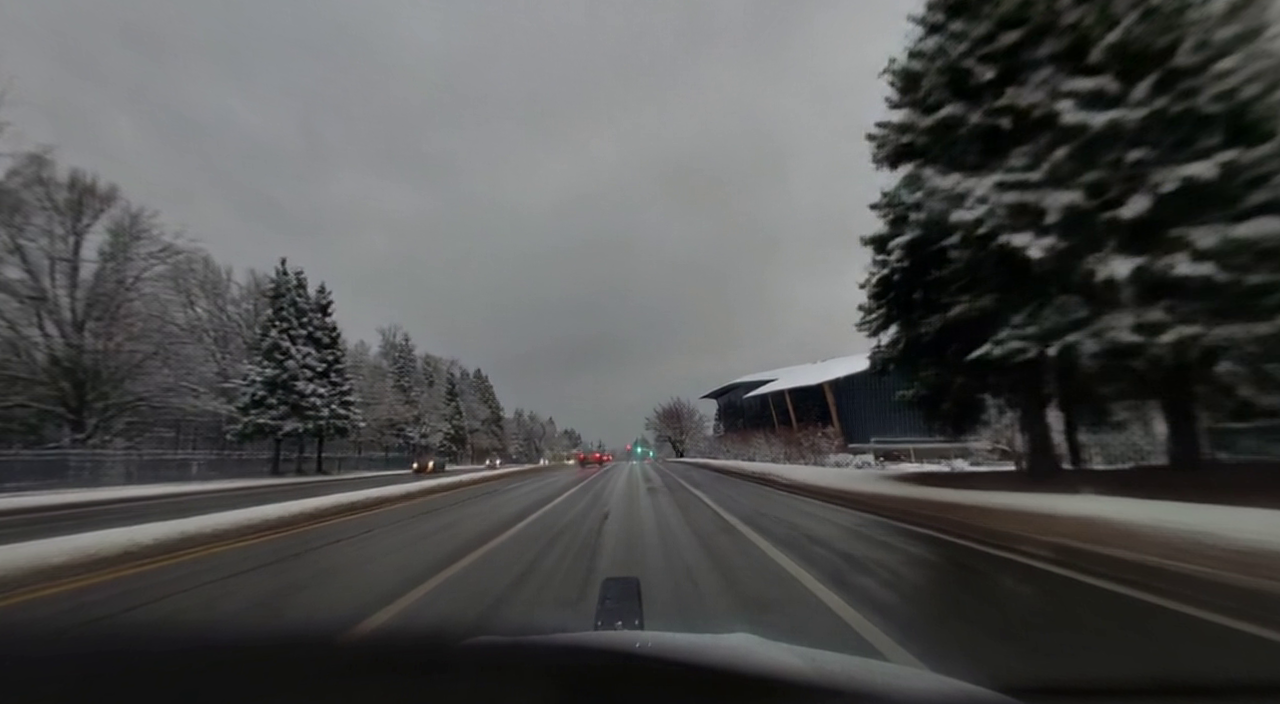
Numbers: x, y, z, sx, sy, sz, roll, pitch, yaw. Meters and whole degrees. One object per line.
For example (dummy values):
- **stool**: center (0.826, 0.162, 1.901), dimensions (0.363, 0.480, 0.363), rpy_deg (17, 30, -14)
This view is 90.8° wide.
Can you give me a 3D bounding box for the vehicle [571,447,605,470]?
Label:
- **vehicle**: center (-3.635, 7.544, 44.904), dimensions (1.984, 1.521, 4.682), rpy_deg (0, -8, 0)
